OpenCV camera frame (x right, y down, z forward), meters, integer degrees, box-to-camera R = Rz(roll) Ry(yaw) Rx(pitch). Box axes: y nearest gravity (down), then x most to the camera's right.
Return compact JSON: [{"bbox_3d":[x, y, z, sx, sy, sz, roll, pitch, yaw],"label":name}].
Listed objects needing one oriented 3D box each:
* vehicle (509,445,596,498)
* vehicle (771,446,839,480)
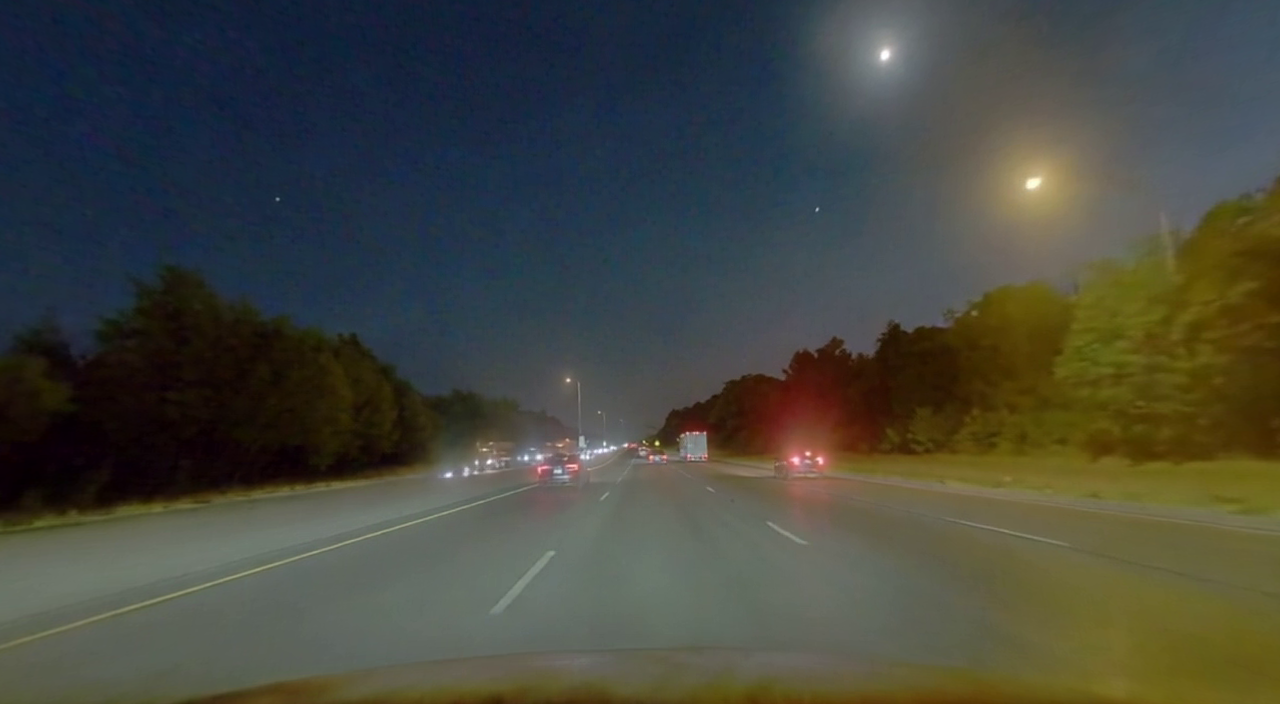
[{"bbox_3d":[-2.776,3.910,21.075,2.191,1.563,4.318,0,-9,1],"label":"vehicle"},{"bbox_3d":[7.771,5.270,30.101,1.943,1.493,4.507,0,-9,-1],"label":"vehicle"}]
